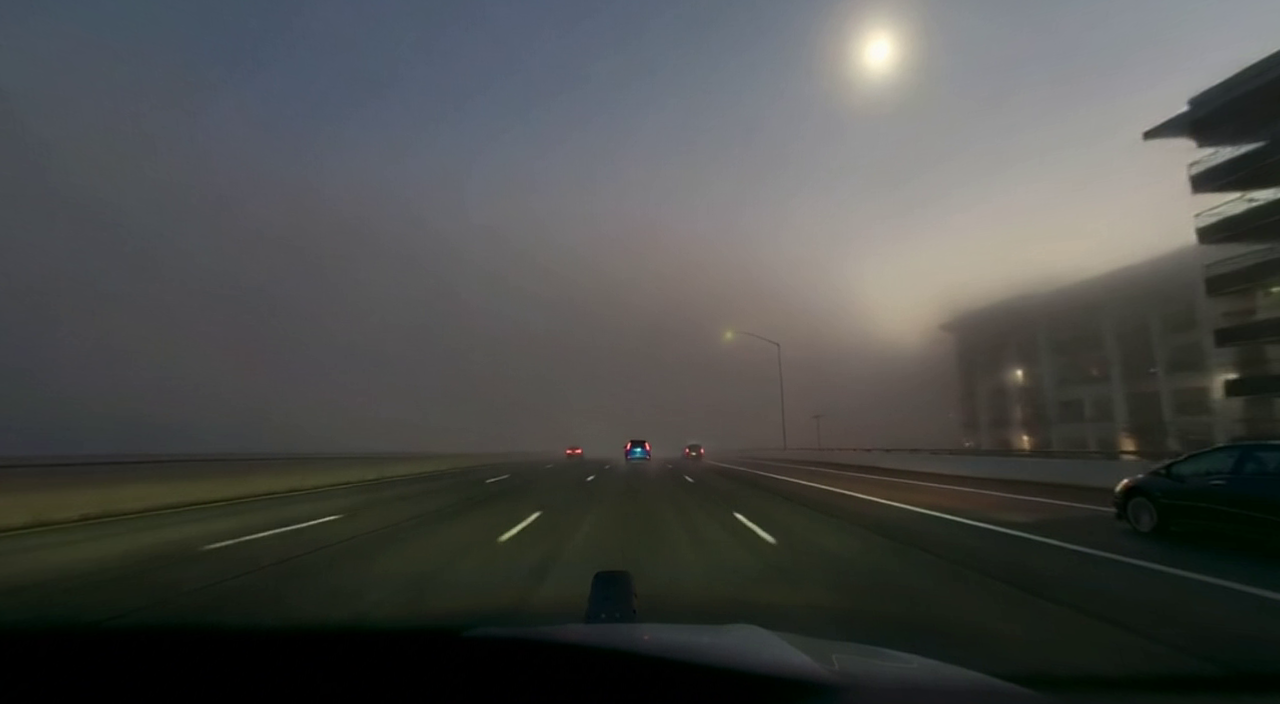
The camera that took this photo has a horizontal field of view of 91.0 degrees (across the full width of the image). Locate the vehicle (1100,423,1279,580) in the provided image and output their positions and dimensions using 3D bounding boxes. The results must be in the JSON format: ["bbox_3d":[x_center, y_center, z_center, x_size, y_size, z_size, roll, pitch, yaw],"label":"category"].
[{"bbox_3d":[7.151,1.426,5.970,1.937,1.498,4.710,0,-8,-1],"label":"vehicle"}]

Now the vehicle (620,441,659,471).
[{"bbox_3d":[-0.028,5.660,34.426,2.036,1.542,3.891,0,-8,0],"label":"vehicle"}]
